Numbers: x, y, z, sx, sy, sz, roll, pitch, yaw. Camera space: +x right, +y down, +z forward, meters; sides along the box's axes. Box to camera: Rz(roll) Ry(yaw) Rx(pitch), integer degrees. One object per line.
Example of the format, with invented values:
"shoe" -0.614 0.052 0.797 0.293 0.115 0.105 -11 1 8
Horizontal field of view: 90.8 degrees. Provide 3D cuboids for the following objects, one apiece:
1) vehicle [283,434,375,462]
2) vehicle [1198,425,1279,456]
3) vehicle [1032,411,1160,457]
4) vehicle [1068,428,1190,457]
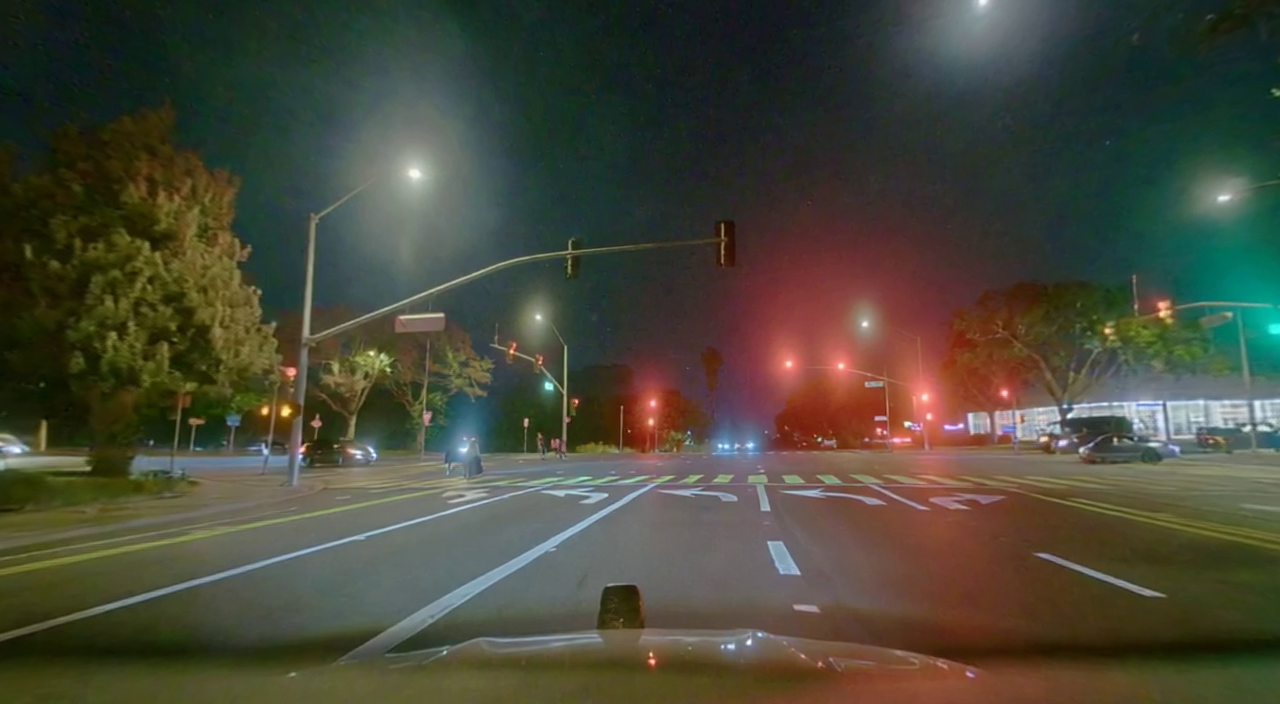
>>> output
"vehicle" -17.178 5.328 34.931 4.265 1.493 1.871 -2 -9 13
"vehicle" 36.954 5.302 37.751 4.896 1.729 1.952 -2 -9 12
"vehicle" 28.634 5.219 39.950 5.855 2.746 2.523 -2 -9 12
"vehicle" 26.117 4.857 33.903 4.740 1.464 1.876 -2 -9 11
